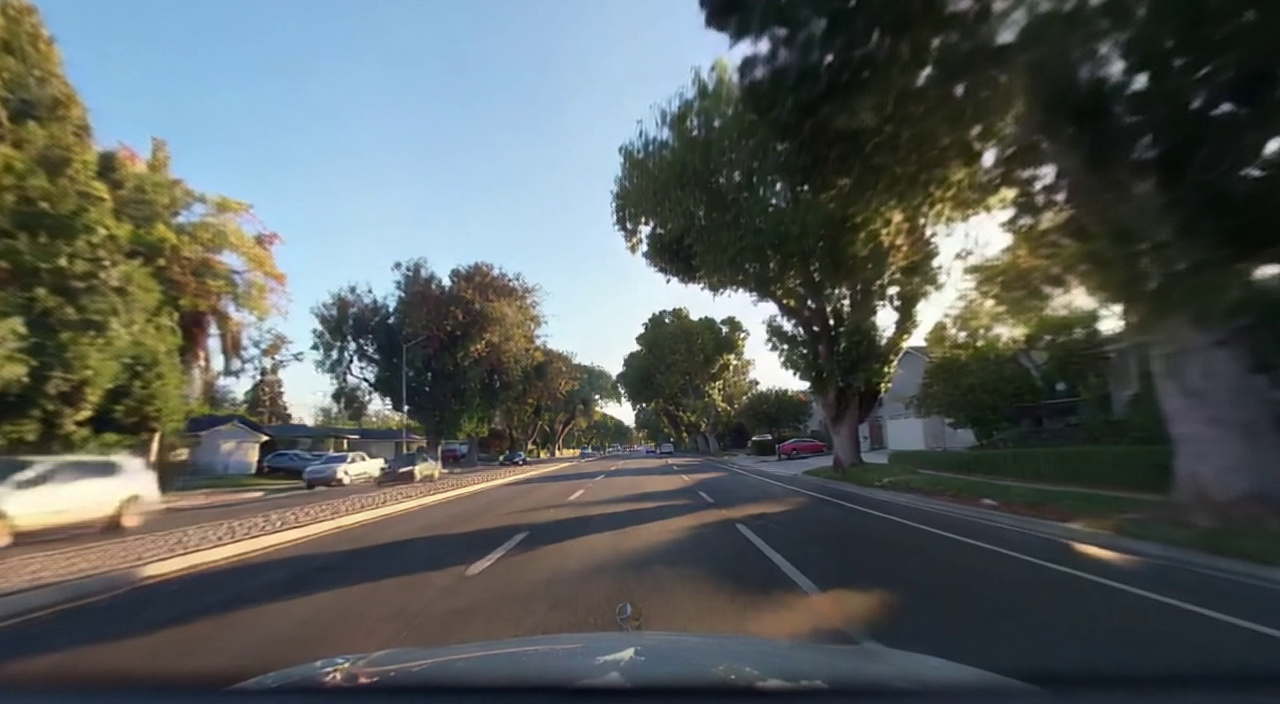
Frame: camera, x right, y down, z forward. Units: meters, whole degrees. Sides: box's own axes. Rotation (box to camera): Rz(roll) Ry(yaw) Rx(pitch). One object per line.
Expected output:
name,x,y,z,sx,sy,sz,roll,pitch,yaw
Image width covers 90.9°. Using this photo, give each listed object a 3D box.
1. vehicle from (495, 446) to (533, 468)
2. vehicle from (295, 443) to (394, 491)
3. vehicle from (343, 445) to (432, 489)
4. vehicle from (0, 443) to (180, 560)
vehicle,-9.467,7.899,47.616,1.937,1.481,4.467,-1,-8,1
vehicle,-14.224,5.489,30.770,2.071,1.899,5.640,-4,-8,1
vehicle,-10.343,4.727,26.229,1.913,1.641,4.243,-1,-8,0
vehicle,-10.265,2.399,10.647,1.962,1.680,3.925,-1,-8,0
